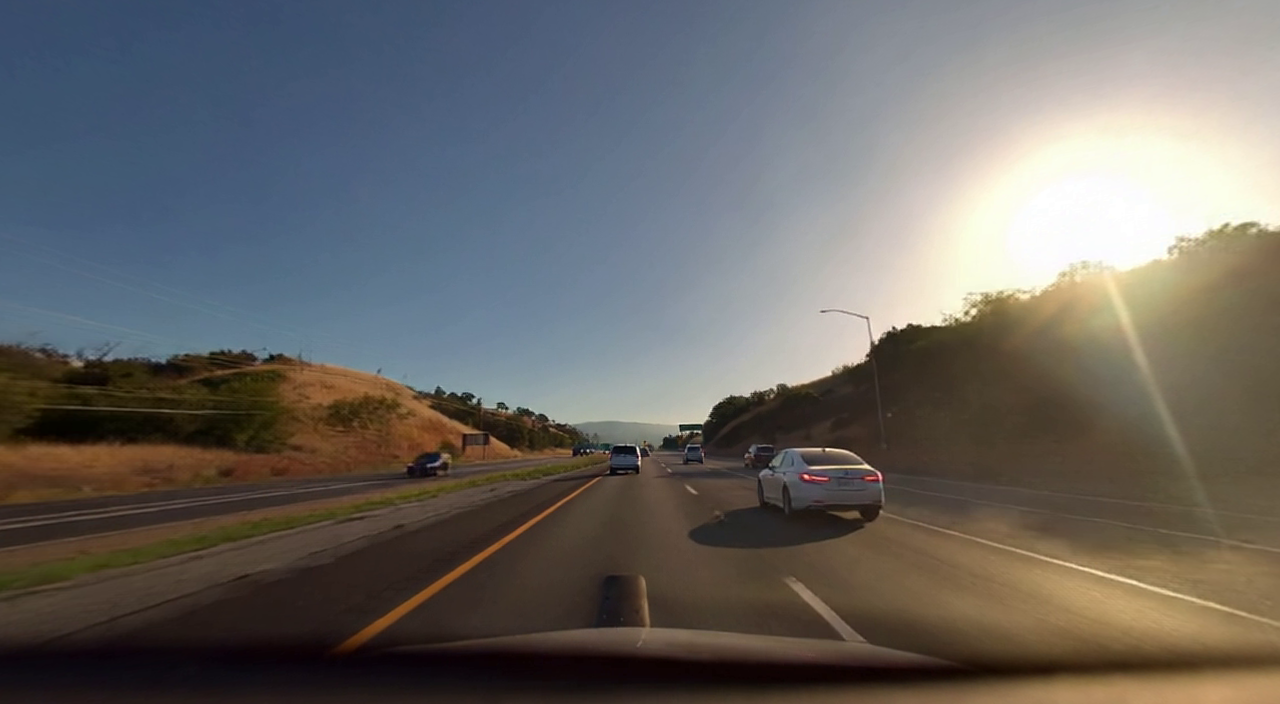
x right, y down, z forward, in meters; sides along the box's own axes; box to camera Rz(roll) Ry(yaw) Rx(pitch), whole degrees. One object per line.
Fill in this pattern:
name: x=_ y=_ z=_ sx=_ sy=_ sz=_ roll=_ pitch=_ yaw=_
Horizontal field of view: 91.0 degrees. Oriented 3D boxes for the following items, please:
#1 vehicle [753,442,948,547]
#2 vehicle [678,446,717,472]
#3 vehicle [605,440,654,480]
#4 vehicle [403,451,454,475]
vehicle: x=3.371 y=2.347 z=11.045 sx=2.004 sy=1.471 sz=4.032 roll=0 pitch=-9 yaw=0
vehicle: x=3.651 y=6.888 z=40.730 sx=2.047 sy=1.540 sz=4.294 roll=0 pitch=-9 yaw=0
vehicle: x=-0.447 y=5.078 z=29.893 sx=2.142 sy=1.724 sz=4.344 roll=0 pitch=-9 yaw=0
vehicle: x=-14.200 y=7.480 z=42.541 sx=1.884 sy=1.510 sz=4.230 roll=0 pitch=-9 yaw=1
